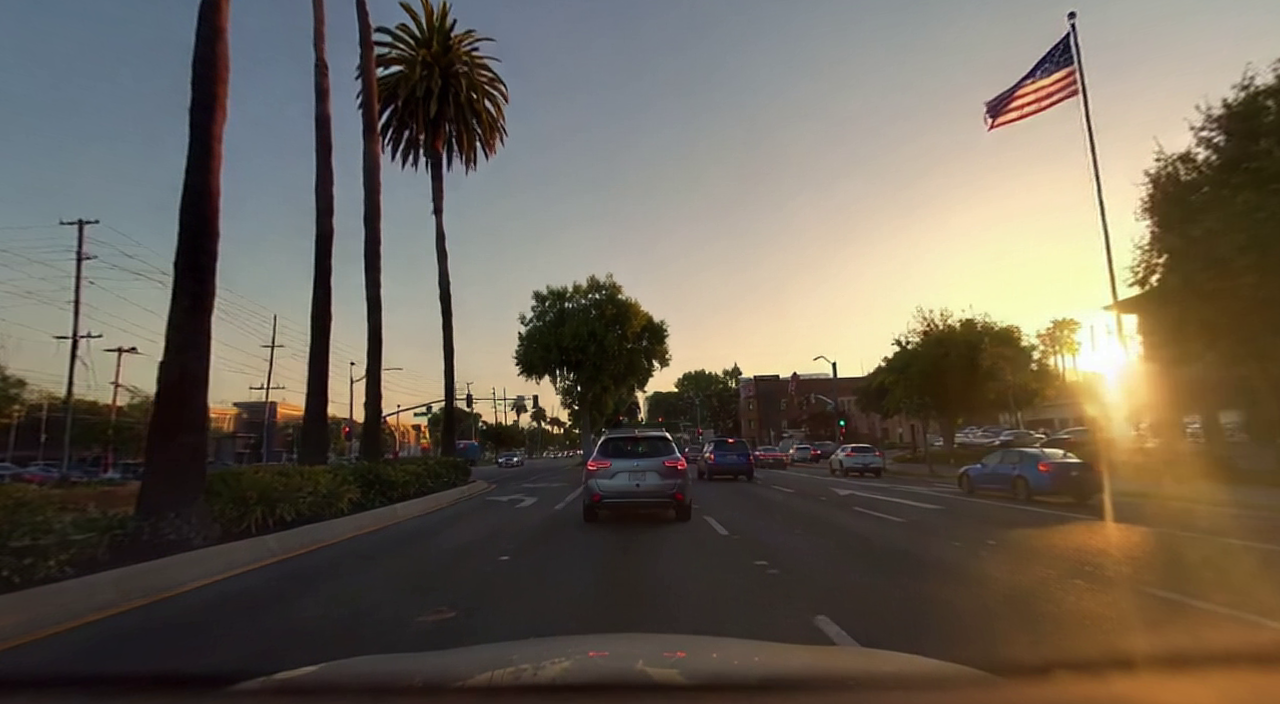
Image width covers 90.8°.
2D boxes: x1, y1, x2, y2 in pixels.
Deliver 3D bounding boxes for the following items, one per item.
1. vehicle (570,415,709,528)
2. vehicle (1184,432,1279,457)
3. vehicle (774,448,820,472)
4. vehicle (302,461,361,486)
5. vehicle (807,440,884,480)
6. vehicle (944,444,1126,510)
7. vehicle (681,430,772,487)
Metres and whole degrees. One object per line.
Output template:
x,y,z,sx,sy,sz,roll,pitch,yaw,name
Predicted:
-0.047,2.403,13.261,2.402,1.938,4.535,0,-8,-1,vehicle
36.388,5.730,38.958,1.839,1.455,4.395,0,-9,2,vehicle
10.167,6.988,41.137,1.855,1.495,4.143,0,-8,-1,vehicle
-21.737,8.581,44.678,1.873,1.484,4.571,-2,-8,0,vehicle
10.036,5.302,31.344,2.155,1.779,4.582,0,-8,-2,vehicle
9.939,3.142,16.415,1.967,1.485,4.267,0,-8,0,vehicle
3.332,4.320,25.956,2.773,2.021,6.212,0,-8,-1,vehicle
